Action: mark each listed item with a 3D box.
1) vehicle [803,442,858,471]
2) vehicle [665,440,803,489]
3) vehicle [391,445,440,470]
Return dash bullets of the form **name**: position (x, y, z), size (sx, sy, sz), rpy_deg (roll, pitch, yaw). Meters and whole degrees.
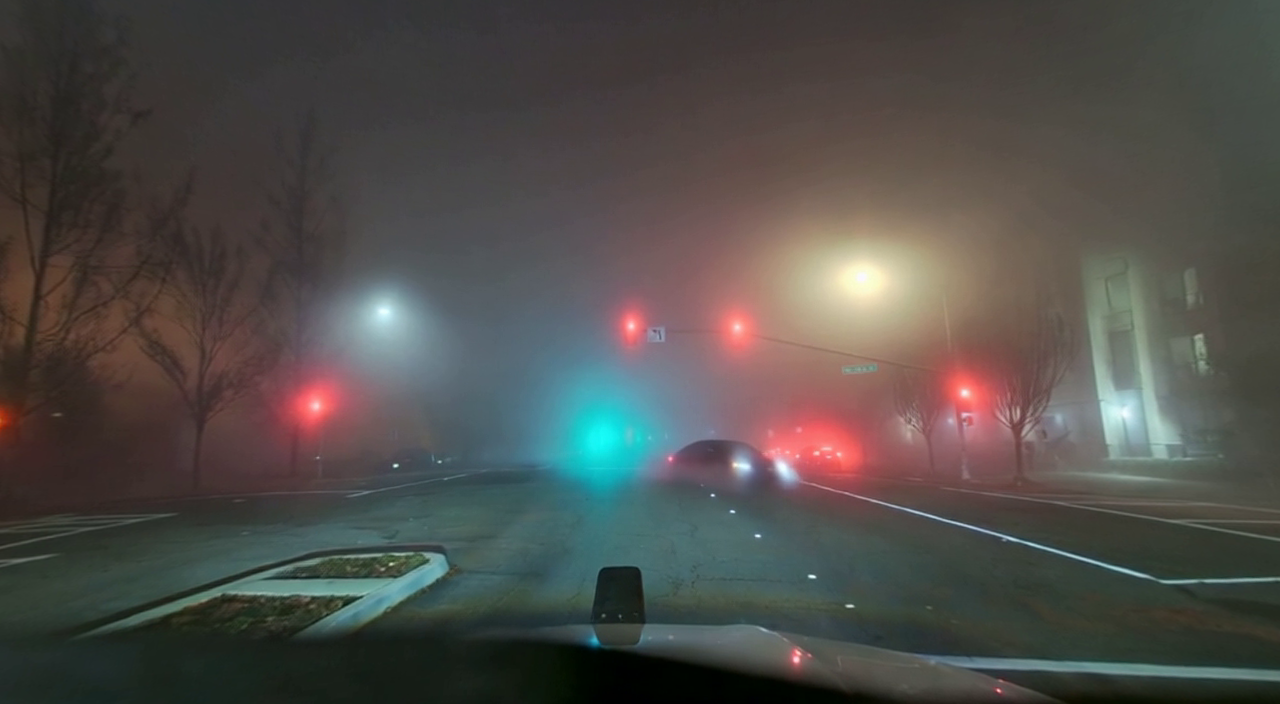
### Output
- **vehicle**: position (13.065, 7.168, 43.724), size (2.181, 1.876, 4.723), rpy_deg (0, -8, -2)
- **vehicle**: position (3.041, 3.754, 21.490), size (1.933, 1.460, 4.683), rpy_deg (6, -10, -34)
- **vehicle**: position (-16.480, 7.776, 46.668), size (2.075, 1.708, 4.335), rpy_deg (0, -8, -1)
